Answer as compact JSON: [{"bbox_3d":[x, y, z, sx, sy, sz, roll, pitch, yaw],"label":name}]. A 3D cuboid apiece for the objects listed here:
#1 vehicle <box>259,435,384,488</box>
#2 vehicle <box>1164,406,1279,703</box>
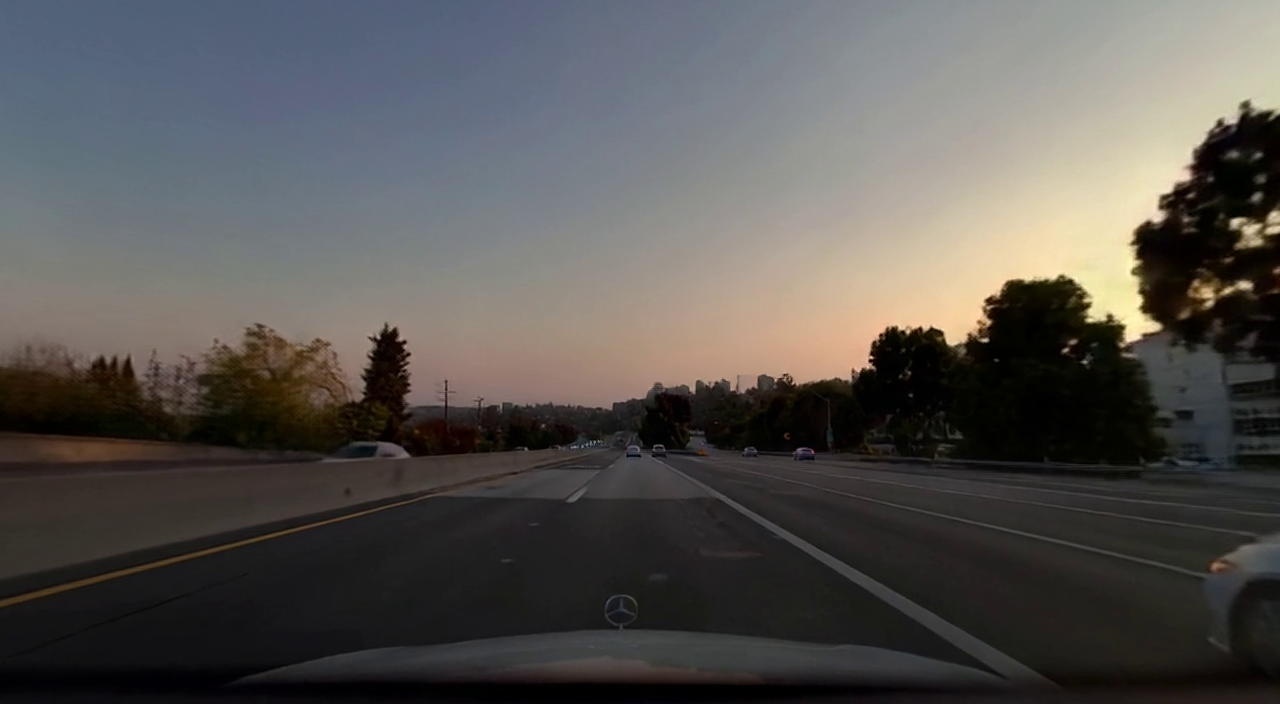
[{"bbox_3d":[-10.157,3.506,20.566,1.943,1.511,4.119,0,-8,0],"label":"vehicle"},{"bbox_3d":[3.880,0.707,0.954,2.018,1.477,4.800,0,-8,-1],"label":"vehicle"}]
